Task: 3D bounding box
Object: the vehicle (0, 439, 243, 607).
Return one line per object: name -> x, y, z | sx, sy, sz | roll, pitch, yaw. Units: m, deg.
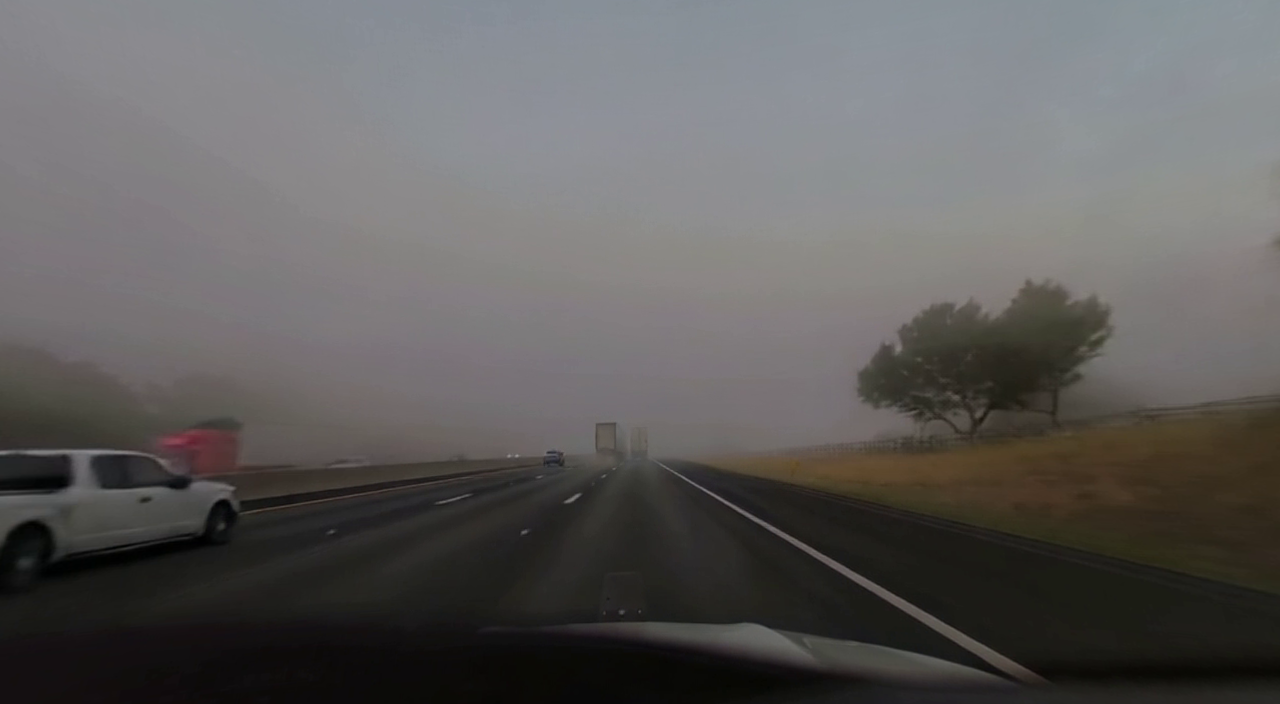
vehicle -> -6.709, 1.653, 6.440 | 2.036, 1.474, 5.011 | 0, -9, 0
